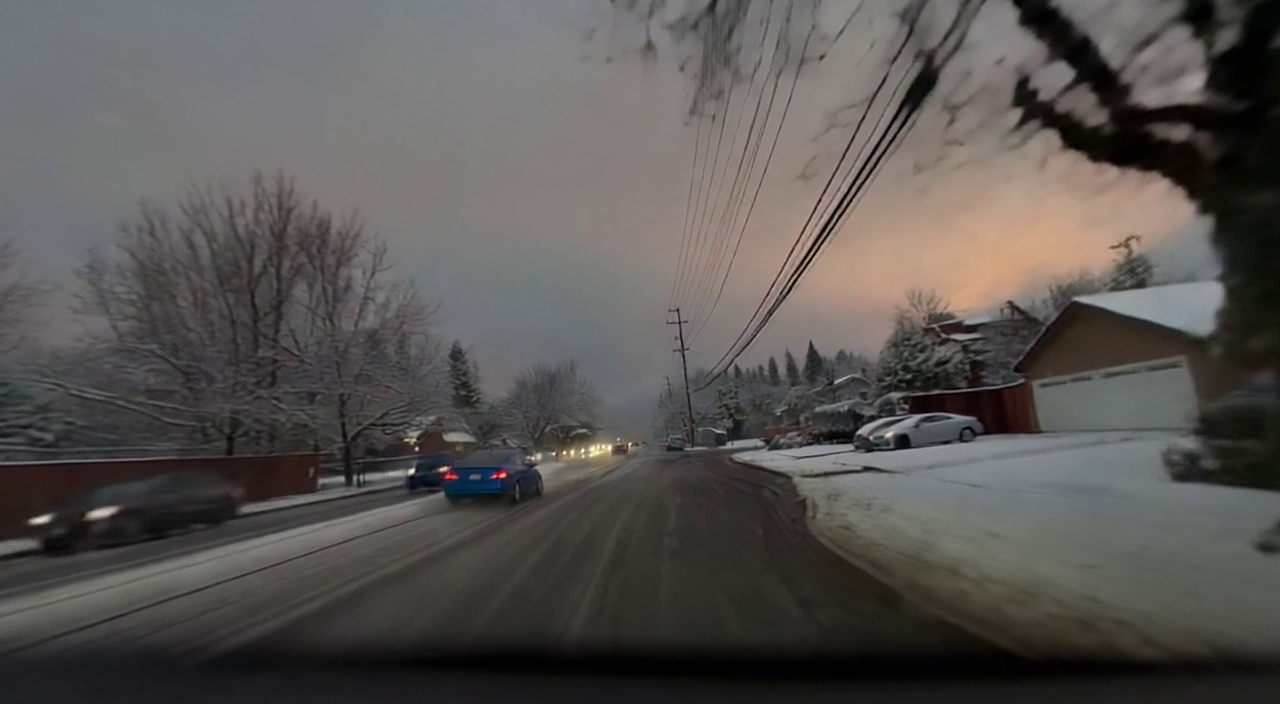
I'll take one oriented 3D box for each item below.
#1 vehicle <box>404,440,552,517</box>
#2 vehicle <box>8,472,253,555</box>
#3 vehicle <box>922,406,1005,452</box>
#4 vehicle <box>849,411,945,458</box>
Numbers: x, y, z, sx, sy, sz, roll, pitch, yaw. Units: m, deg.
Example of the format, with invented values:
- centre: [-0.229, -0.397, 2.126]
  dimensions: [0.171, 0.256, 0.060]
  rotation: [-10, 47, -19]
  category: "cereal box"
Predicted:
- centre: [-3.489, 2.817, 14.671]
  dimensions: [2.041, 1.471, 4.602]
  rotation: [0, -9, 2]
  category: "vehicle"
- centre: [-11.917, 3.770, 15.364]
  dimensions: [2.084, 1.505, 4.746]
  rotation: [0, -9, -2]
  category: "vehicle"
- centre: [13.749, 3.365, 27.132]
  dimensions: [1.894, 1.664, 4.159]
  rotation: [3, -9, 8]
  category: "vehicle"
- centre: [10.802, 3.597, 27.069]
  dimensions: [2.121, 1.799, 5.124]
  rotation: [0, -9, 2]
  category: "vehicle"
